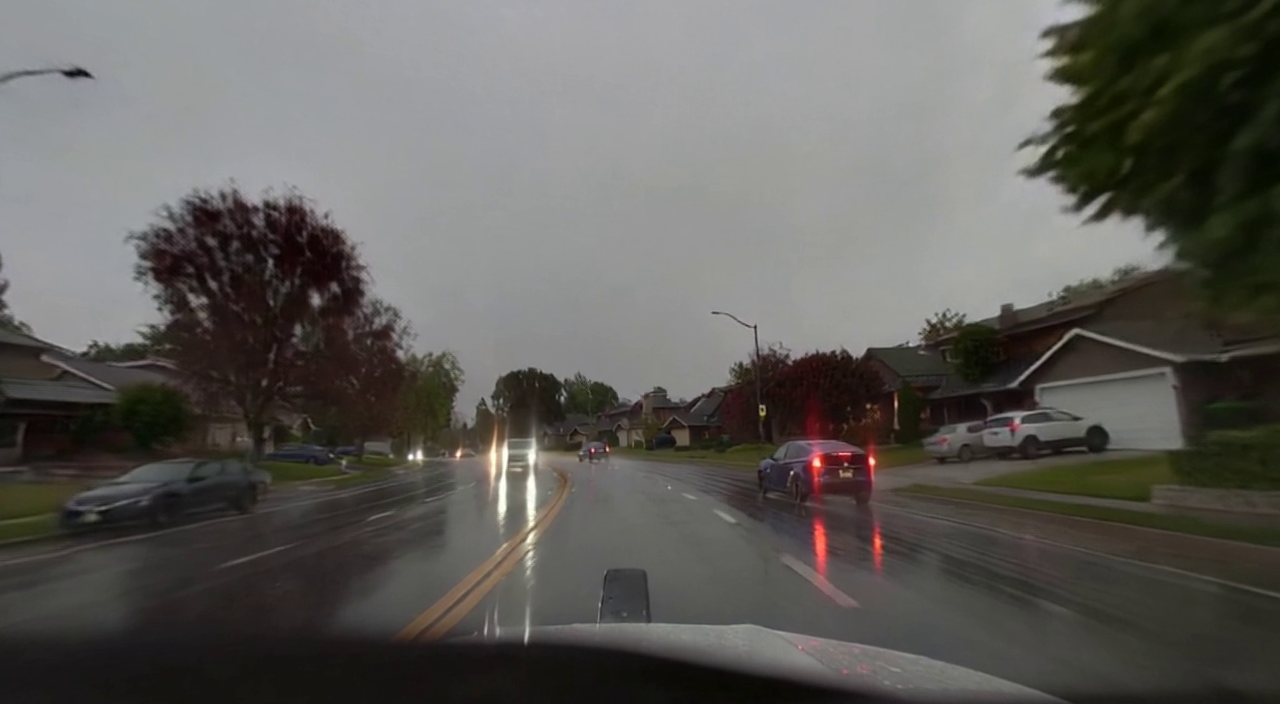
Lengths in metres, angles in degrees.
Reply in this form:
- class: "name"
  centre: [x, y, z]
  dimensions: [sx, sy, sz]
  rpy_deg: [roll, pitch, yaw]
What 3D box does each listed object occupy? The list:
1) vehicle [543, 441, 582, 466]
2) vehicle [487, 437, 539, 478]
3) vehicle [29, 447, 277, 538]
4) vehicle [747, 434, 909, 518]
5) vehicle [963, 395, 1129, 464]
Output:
- class: "vehicle"
  centre: [-5.622, 7.275, 45.176]
  dimensions: [2.106, 1.667, 4.367]
  rpy_deg: [2, -9, -16]
- class: "vehicle"
  centre: [-6.300, 5.193, 31.468]
  dimensions: [2.316, 1.845, 4.805]
  rpy_deg: [1, -9, -10]
- class: "vehicle"
  centre: [-10.739, 3.062, 14.546]
  dimensions: [2.038, 1.690, 4.825]
  rpy_deg: [0, -8, -3]
- class: "vehicle"
  centre: [3.827, 2.597, 13.773]
  dimensions: [1.934, 1.506, 4.282]
  rpy_deg: [0, -8, -4]
- class: "vehicle"
  centre: [14.801, 2.834, 23.164]
  dimensions: [4.455, 1.795, 2.331]
  rpy_deg: [-7, -6, -8]
